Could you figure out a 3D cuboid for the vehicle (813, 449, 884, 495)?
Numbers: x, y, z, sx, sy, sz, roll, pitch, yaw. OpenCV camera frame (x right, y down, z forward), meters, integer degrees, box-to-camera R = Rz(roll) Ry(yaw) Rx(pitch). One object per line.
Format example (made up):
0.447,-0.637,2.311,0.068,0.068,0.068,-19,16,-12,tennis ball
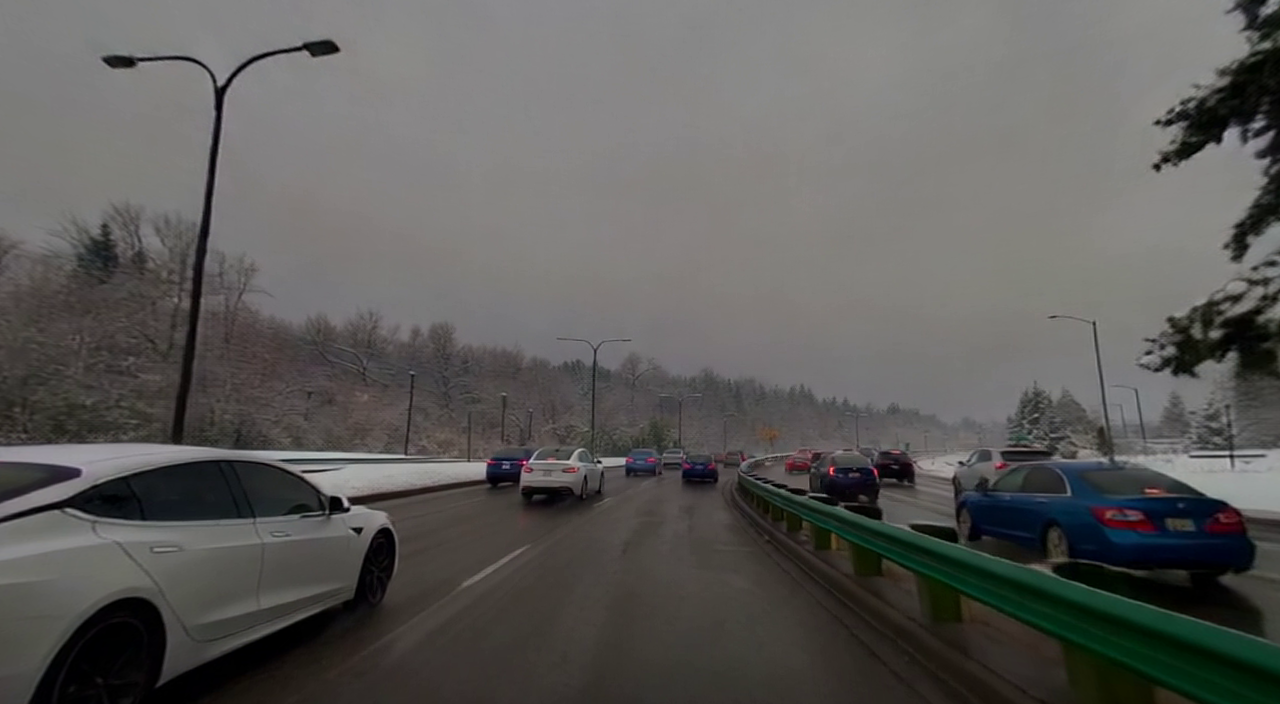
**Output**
8.237,4.727,25.240,1.768,1.634,4.064,0,-9,6,vehicle

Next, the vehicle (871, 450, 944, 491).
13.073,5.788,31.147,2.121,1.777,4.755,-1,-9,8,vehicle

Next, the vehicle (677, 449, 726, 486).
2.876,5.194,28.744,2.015,1.506,4.276,-1,-9,9,vehicle

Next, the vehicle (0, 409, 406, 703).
-3.309,1.202,3.915,1.921,1.503,4.317,0,-9,2,vehicle

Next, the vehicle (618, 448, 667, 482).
0.214,5.949,33.537,1.930,1.635,4.260,-1,-9,9,vehicle

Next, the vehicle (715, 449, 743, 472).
7.015,8.453,49.195,1.977,1.704,3.841,-1,-9,11,vehicle

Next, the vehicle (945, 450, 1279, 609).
6.235,2.122,8.632,1.869,1.516,4.753,0,-9,2,vehicle

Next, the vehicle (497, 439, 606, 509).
-2.302,3.331,17.705,1.979,1.663,4.513,0,-9,6,vehicle
